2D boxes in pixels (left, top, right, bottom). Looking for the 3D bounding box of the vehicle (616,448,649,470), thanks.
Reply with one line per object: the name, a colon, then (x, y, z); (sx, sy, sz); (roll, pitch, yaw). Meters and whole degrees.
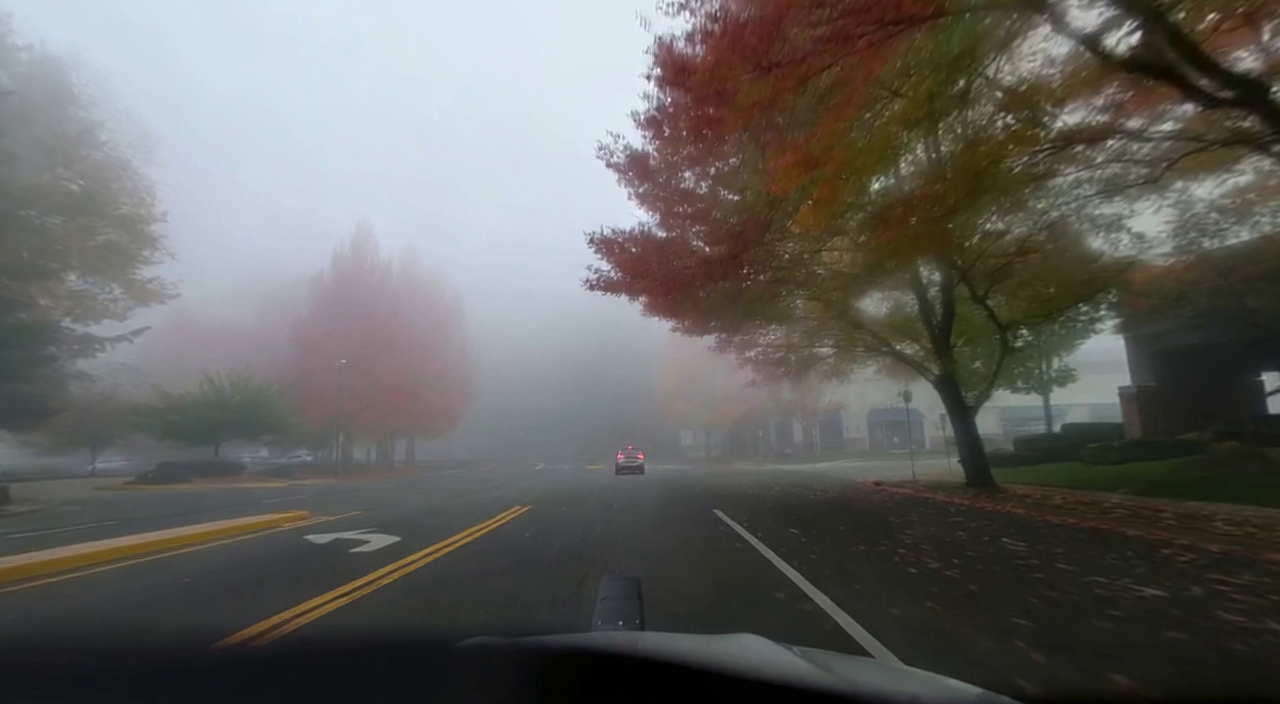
vehicle: (-0.619, 7.570, 44.762); (2.018, 1.512, 4.304); (1, -9, -5)
